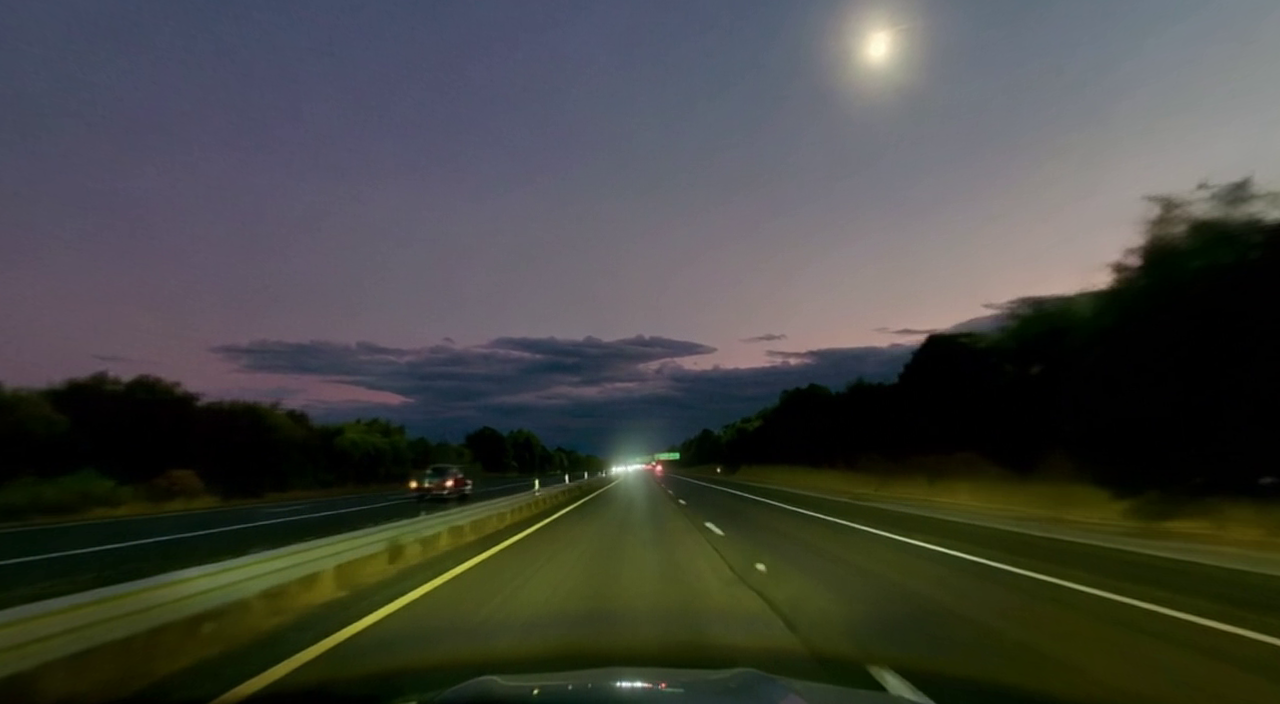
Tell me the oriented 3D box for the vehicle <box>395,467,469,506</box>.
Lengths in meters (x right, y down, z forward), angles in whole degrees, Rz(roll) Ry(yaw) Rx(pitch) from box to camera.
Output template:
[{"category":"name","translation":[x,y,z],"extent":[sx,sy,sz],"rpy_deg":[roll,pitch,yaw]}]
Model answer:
[{"category":"vehicle","translation":[-9.716,6.303,29.841],"extent":[2.021,1.630,4.251],"rpy_deg":[1,-10,0]}]
